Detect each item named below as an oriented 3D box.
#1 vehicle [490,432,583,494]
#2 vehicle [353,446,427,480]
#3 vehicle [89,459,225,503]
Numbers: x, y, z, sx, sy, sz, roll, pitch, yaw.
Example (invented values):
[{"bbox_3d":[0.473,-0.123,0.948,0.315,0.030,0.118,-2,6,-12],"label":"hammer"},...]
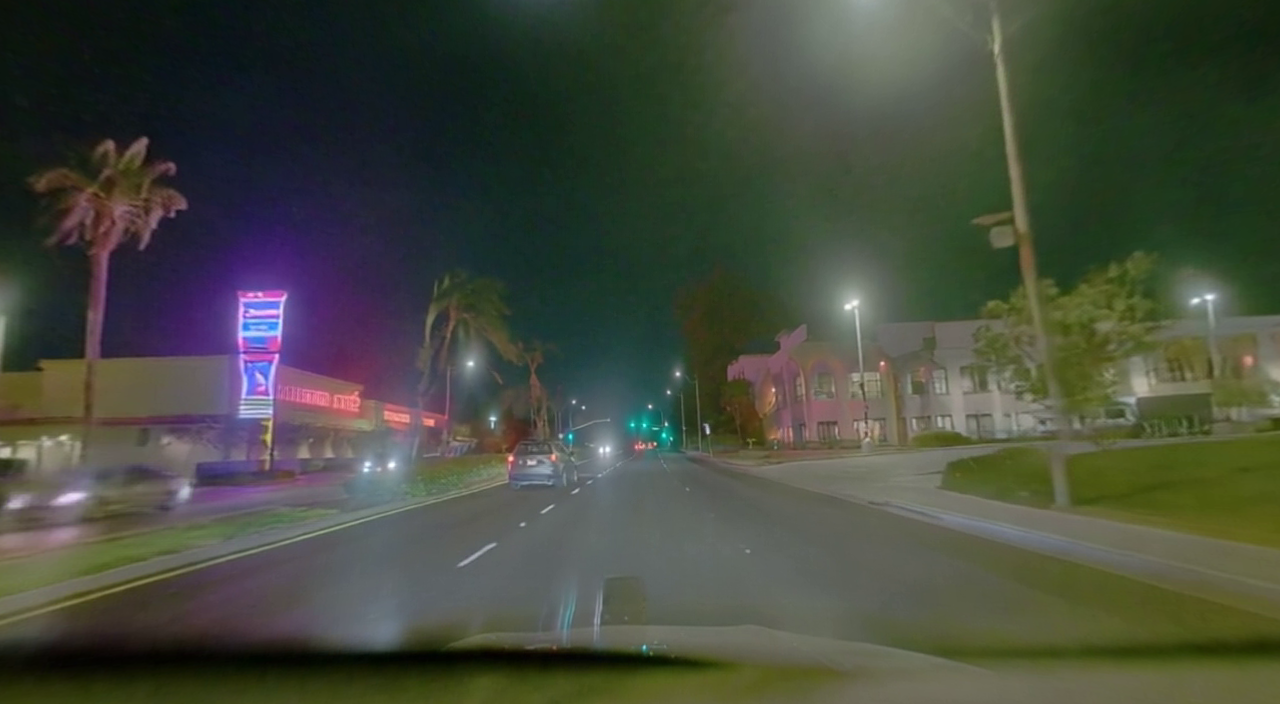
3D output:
[{"bbox_3d":[-3.074,3.405,19.801,2.062,1.693,4.669,0,-8,1],"label":"vehicle"},{"bbox_3d":[-13.627,6.030,34.671,2.034,1.727,4.654,0,-8,1],"label":"vehicle"},{"bbox_3d":[-19.331,5.134,25.507,1.838,1.502,4.370,-1,-8,4],"label":"vehicle"}]
